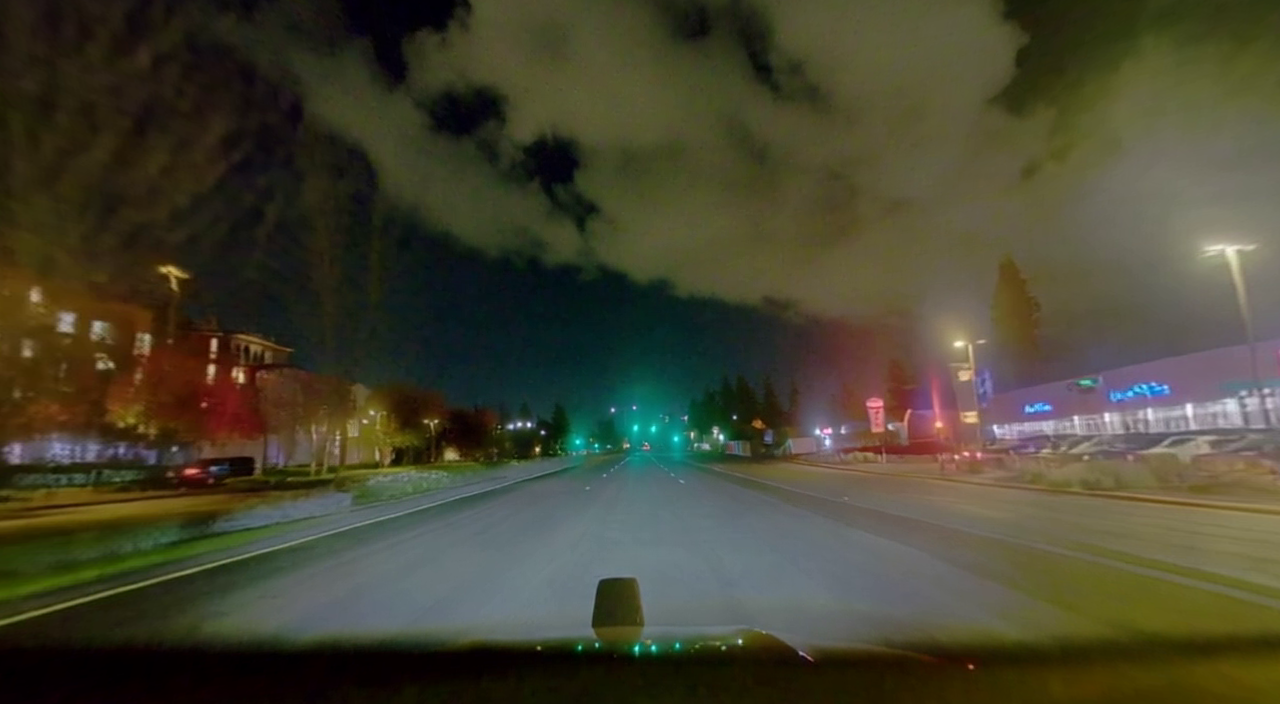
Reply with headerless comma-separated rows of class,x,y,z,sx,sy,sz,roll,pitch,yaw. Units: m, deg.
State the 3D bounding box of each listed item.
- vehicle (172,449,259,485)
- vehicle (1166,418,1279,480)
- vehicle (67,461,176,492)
vehicle,-24.949,6.788,37.086,5.468,1.809,2.141,-8,-10,31
vehicle,20.120,3.100,20.241,4.618,1.835,2.123,0,-9,-2
vehicle,-29.041,6.977,35.617,1.864,1.502,4.731,-1,-9,6
